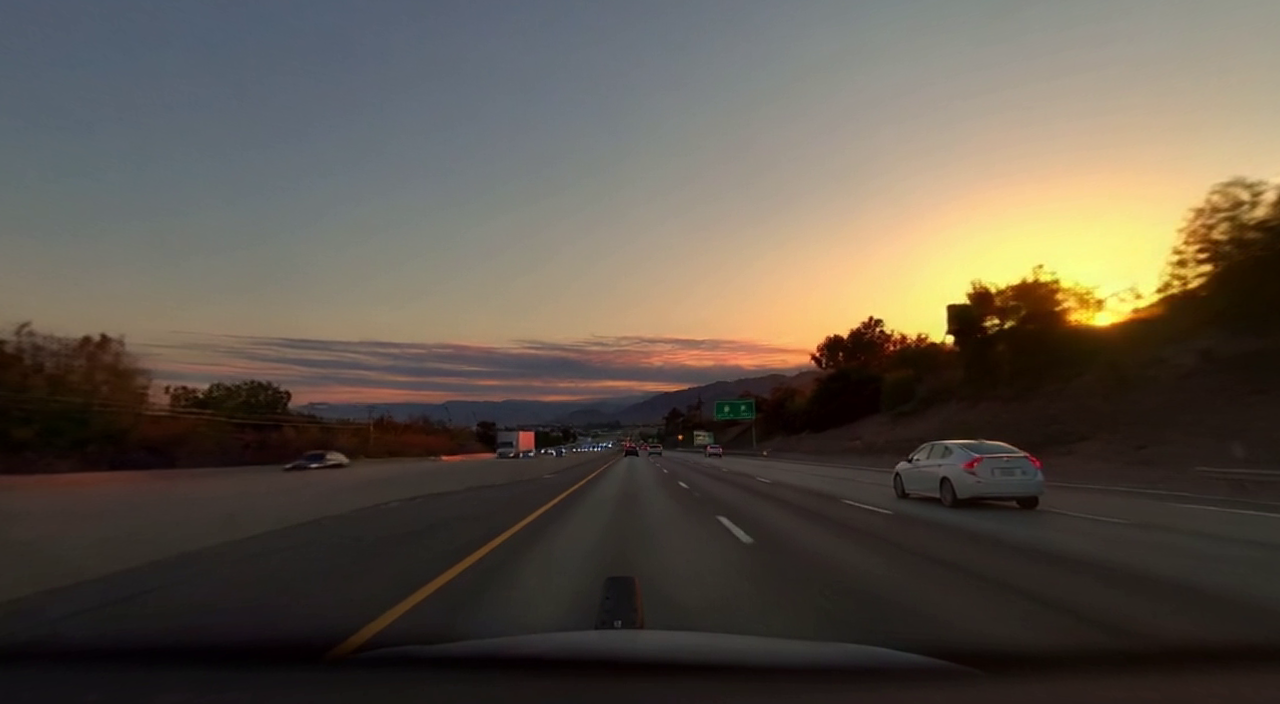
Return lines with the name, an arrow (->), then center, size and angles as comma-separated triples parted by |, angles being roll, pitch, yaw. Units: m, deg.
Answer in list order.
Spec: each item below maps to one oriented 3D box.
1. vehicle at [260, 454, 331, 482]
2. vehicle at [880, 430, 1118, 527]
vehicle -> -20.723, 6.977, 38.180 | 1.832, 1.504, 4.322 | 0, -9, 0
vehicle -> 6.745, 2.405, 12.647 | 1.901, 1.548, 4.684 | 0, -9, -1
